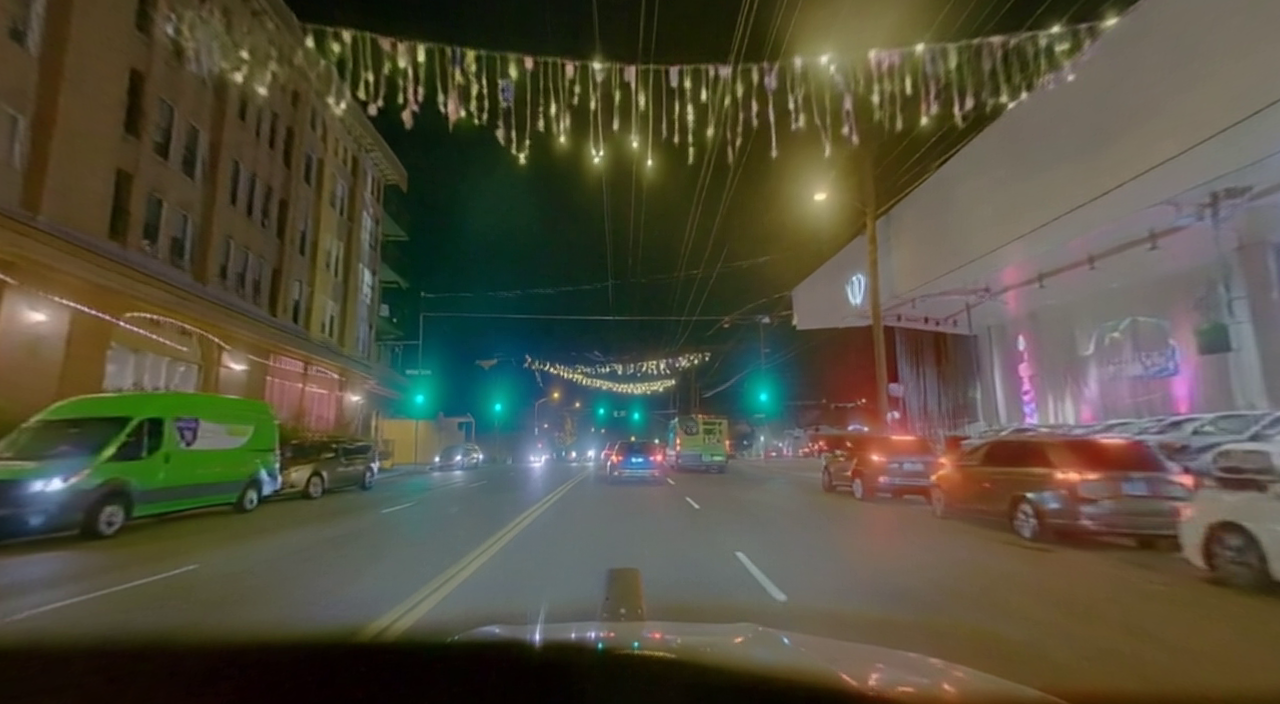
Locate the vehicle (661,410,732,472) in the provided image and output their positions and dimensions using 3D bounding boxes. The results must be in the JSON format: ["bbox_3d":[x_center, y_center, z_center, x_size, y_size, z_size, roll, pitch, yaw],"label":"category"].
[{"bbox_3d":[2.451,4.150,29.498,2.649,2.583,5.800,0,-8,-1],"label":"vehicle"}]

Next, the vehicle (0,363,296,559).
[{"bbox_3d":[-9.451,1.936,11.786,2.724,2.739,5.663,0,-8,1],"label":"vehicle"}]

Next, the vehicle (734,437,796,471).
[{"bbox_3d":[5.696,4.704,29.338,1.824,1.481,4.057,0,-8,-4],"label":"vehicle"}]

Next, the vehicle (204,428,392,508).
[{"bbox_3d":[-9.532,3.275,18.444,2.385,1.915,5.803,0,-8,-2],"label":"vehicle"}]

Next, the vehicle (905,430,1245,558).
[{"bbox_3d":[6.036,1.991,9.703,1.876,1.471,4.657,0,-8,0],"label":"vehicle"}]

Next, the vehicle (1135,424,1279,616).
[{"bbox_3d":[5.961,1.173,4.045,2.012,1.470,4.394,0,-8,0],"label":"vehicle"}]

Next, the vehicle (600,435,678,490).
[{"bbox_3d":[-0.088,3.315,19.302,2.112,1.464,4.411,0,-8,-2],"label":"vehicle"}]

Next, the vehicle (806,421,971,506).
[{"bbox_3d":[5.938,2.734,15.942,2.079,1.788,4.974,0,-8,0],"label":"vehicle"}]

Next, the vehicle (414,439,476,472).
[{"bbox_3d":[-10.071,5.388,32.932,1.962,1.529,4.109,2,-9,-1],"label":"vehicle"}]
